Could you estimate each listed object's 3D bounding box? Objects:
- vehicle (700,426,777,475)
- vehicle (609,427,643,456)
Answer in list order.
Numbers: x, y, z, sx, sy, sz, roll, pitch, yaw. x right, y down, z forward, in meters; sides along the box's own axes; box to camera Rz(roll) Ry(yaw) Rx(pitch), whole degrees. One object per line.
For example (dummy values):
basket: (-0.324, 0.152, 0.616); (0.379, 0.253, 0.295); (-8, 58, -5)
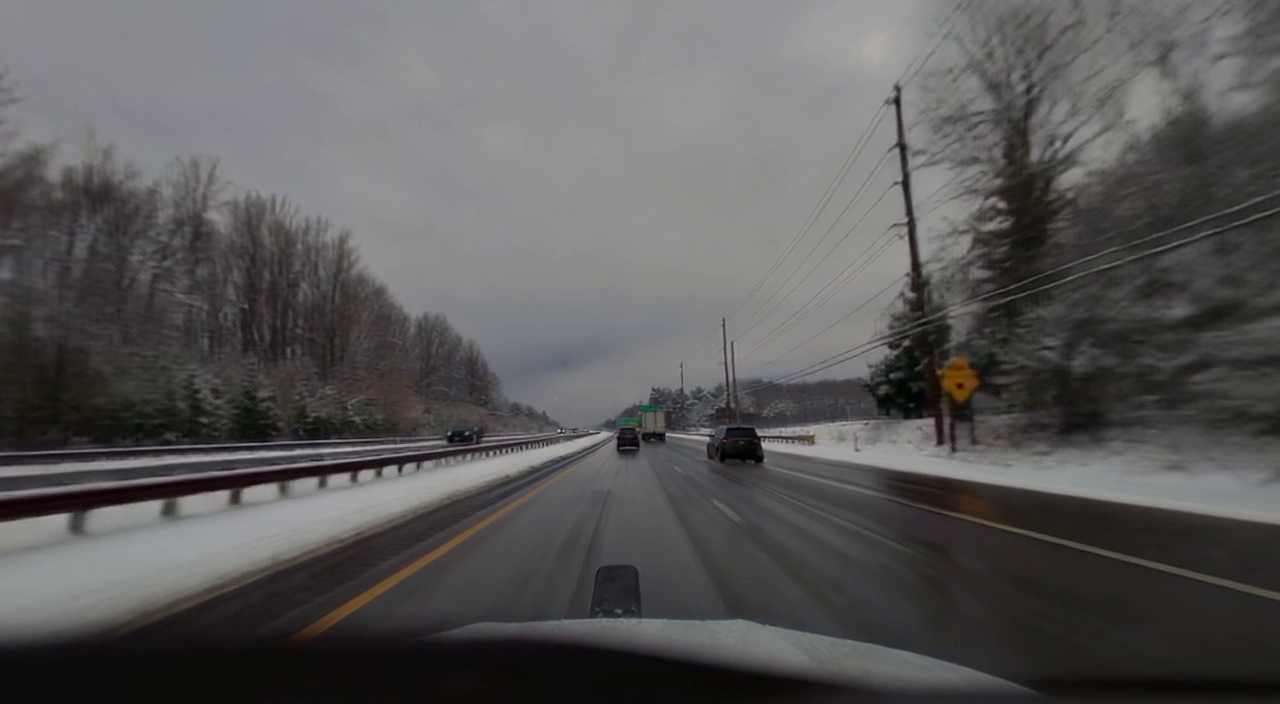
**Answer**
vehicle: (3.408, 3.489, 22.600); (2.062, 1.581, 3.914); (0, -8, -1)
vehicle: (-0.861, 5.527, 38.890); (2.019, 1.642, 3.790); (0, -8, -1)
